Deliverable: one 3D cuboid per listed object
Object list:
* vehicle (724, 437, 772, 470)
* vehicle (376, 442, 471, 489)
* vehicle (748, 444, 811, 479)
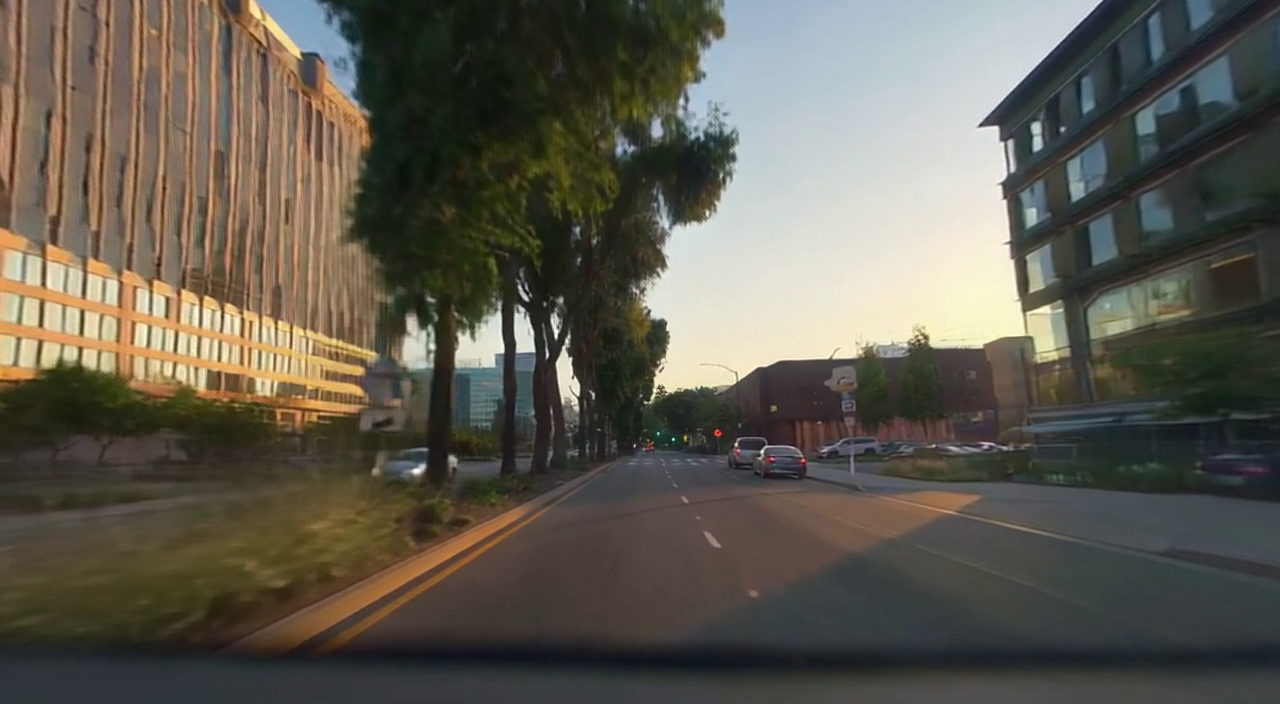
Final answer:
[{"bbox_3d":[6.456,6.145,38.304,2.045,1.890,4.876,0,-8,0],"label":"vehicle"},{"bbox_3d":[-8.184,4.313,24.303,1.982,1.608,4.519,0,-8,1],"label":"vehicle"},{"bbox_3d":[6.464,5.124,29.768,1.948,1.511,4.623,0,-8,1],"label":"vehicle"}]
